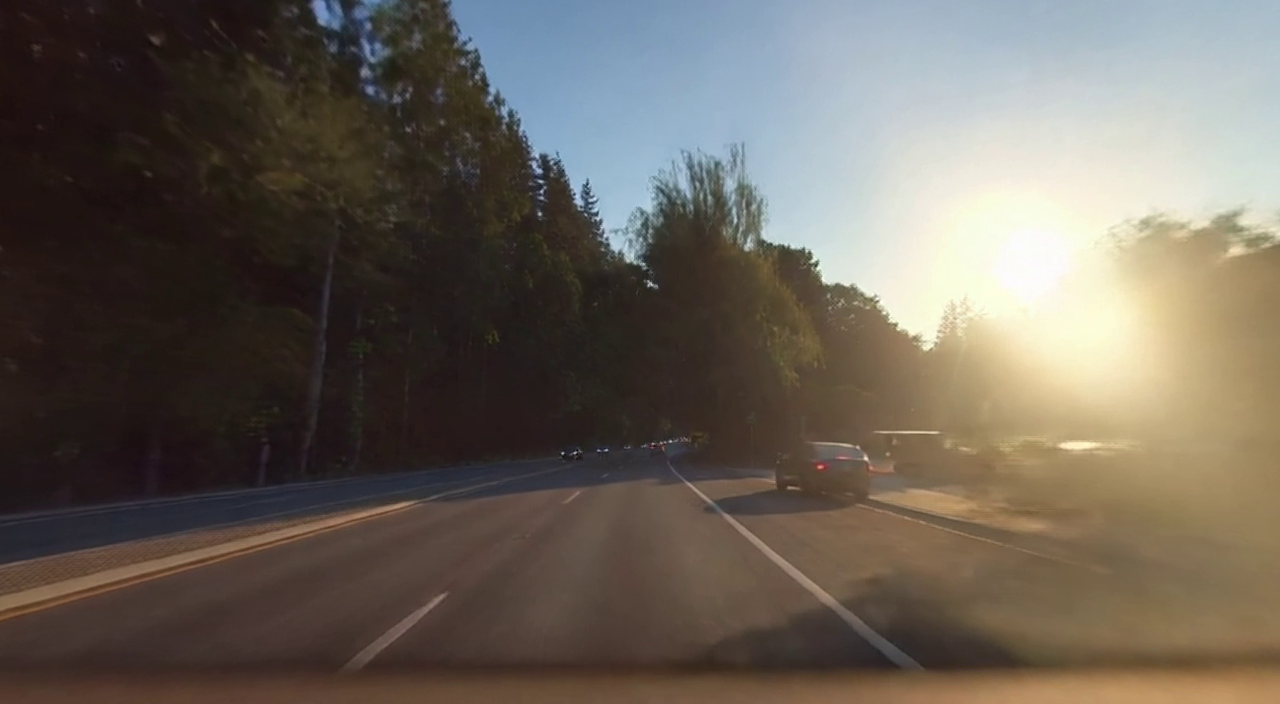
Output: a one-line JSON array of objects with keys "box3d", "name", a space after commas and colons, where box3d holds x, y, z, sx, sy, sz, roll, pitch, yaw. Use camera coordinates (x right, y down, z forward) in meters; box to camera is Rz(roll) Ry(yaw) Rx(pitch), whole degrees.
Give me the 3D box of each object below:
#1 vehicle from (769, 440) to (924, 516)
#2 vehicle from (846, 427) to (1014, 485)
[{"box3d": [4.628, 2.878, 15.025, 2.184, 1.496, 4.615, 0, -9, 1], "name": "vehicle"}, {"box3d": [10.124, 3.674, 22.333, 4.839, 1.933, 2.215, 1, -8, -3], "name": "vehicle"}]
